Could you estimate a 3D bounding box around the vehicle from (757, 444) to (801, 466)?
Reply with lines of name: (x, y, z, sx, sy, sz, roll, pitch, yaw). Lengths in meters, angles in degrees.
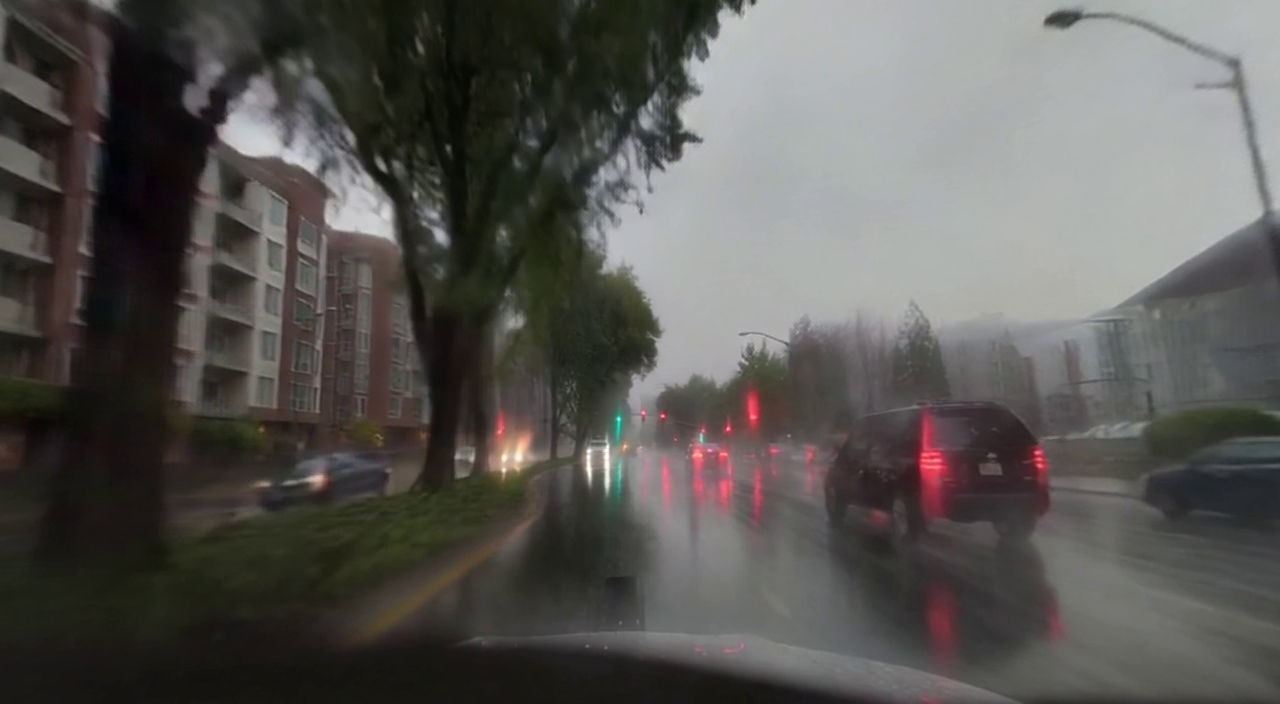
vehicle: (10.002, 7.446, 45.688, 2.014, 1.480, 4.783, 0, -9, -1)

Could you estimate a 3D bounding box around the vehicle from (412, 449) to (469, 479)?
vehicle: (-12.077, 6.796, 38.614, 2.027, 1.736, 4.694, 0, -9, -1)

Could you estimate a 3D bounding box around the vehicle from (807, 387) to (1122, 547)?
vehicle: (4.872, 1.889, 10.946, 2.427, 2.017, 5.763, 0, -9, 1)

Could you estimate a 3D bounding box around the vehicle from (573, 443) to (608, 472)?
vehicle: (-3.100, 6.699, 40.382, 2.065, 1.716, 4.265, 0, -9, -3)

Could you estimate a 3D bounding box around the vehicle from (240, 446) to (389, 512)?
vehicle: (-9.077, 3.546, 18.121, 1.941, 1.639, 4.293, 0, -9, 0)

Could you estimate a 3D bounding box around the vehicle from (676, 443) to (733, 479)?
vehicle: (2.830, 4.908, 28.651, 2.003, 1.480, 4.494, 0, -9, -1)

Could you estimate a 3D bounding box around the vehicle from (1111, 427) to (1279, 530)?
vehicle: (10.240, 1.987, 10.113, 1.865, 1.478, 4.599, 0, -9, 0)
